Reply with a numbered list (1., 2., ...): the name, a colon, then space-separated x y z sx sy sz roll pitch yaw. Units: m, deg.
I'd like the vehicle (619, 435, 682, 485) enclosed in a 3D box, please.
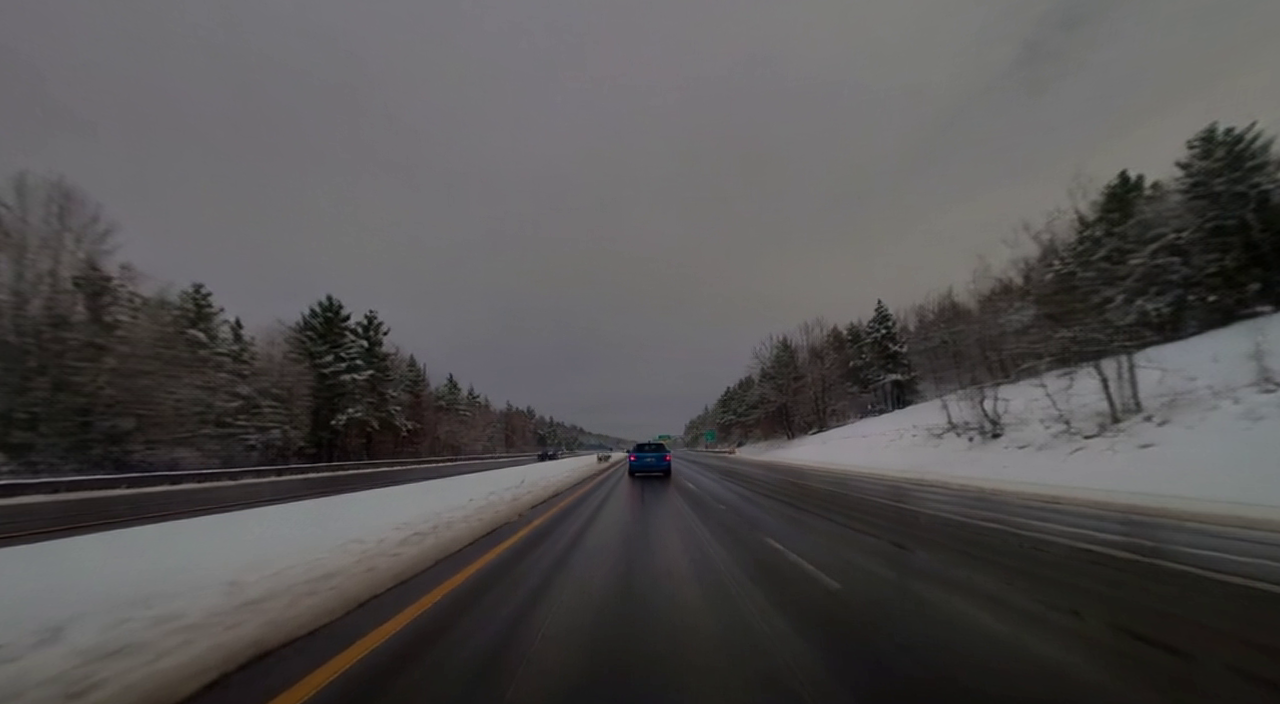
1. vehicle: 0.379 4.141 24.395 2.190 1.706 4.062 -1 -9 0
